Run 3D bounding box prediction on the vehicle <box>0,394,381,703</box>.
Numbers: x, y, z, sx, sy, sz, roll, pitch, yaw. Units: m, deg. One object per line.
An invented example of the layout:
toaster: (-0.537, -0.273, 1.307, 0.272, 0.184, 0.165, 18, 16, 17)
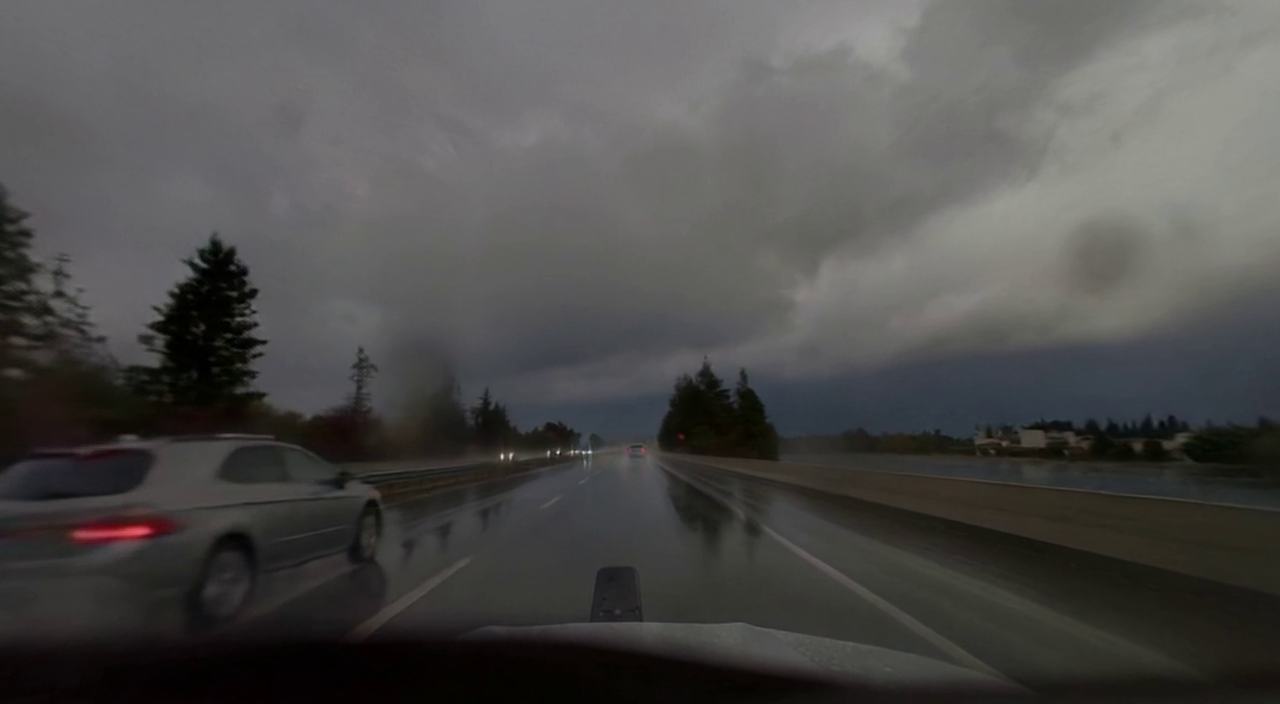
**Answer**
vehicle: (-4.121, 1.338, 5.148, 1.958, 1.587, 4.801, 0, -9, 0)
